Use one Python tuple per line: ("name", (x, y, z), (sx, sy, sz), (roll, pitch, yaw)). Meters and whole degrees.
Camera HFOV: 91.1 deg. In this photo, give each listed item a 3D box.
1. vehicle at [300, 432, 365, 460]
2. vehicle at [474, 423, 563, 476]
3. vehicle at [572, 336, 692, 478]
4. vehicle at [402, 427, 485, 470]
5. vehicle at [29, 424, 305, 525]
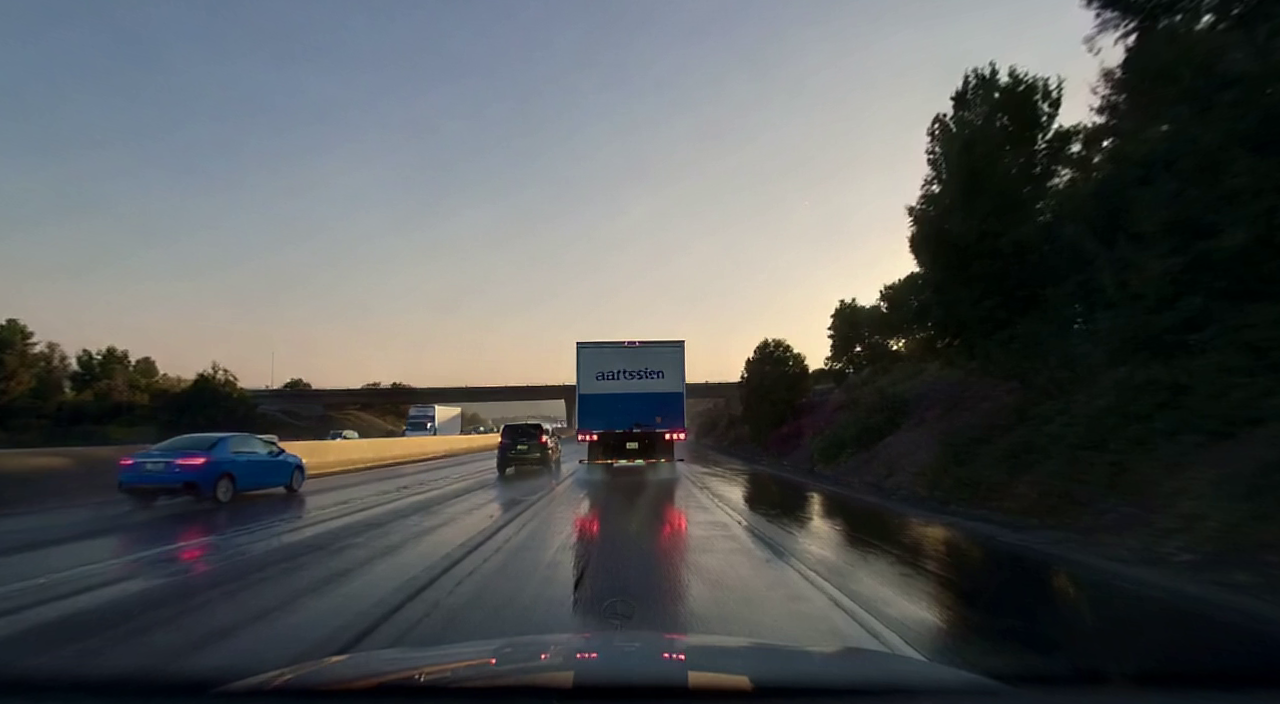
("vehicle", (-23.606, 7.189, 48.508), (2.265, 2.029, 5.280), (0, -8, 0))
("vehicle", (-4.164, 3.440, 22.519), (2.168, 1.671, 4.888), (0, -8, 1))
("vehicle", (-0.275, 2.295, 23.581), (3.442, 4.106, 10.719), (0, -8, -1))
("vehicle", (-7.945, 3.938, 25.935), (1.981, 1.574, 4.561), (0, -8, -1))
("vehicle", (-8.115, 2.094, 11.389), (1.940, 1.488, 3.976), (0, -8, -1))
